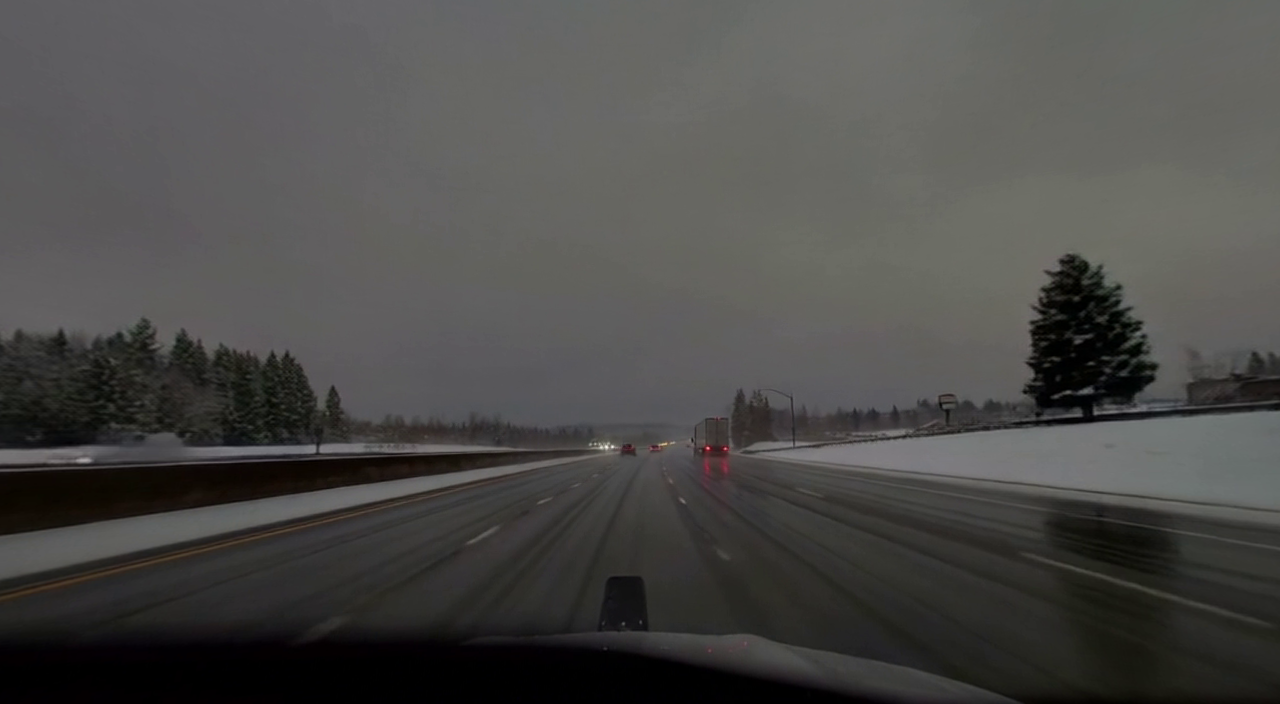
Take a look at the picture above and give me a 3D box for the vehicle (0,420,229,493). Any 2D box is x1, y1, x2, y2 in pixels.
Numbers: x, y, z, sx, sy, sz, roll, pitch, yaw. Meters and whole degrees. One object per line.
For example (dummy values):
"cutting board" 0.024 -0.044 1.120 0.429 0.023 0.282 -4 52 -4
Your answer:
"vehicle" -24.591 4.512 27.664 2.884 2.602 15.297 0 -8 1
